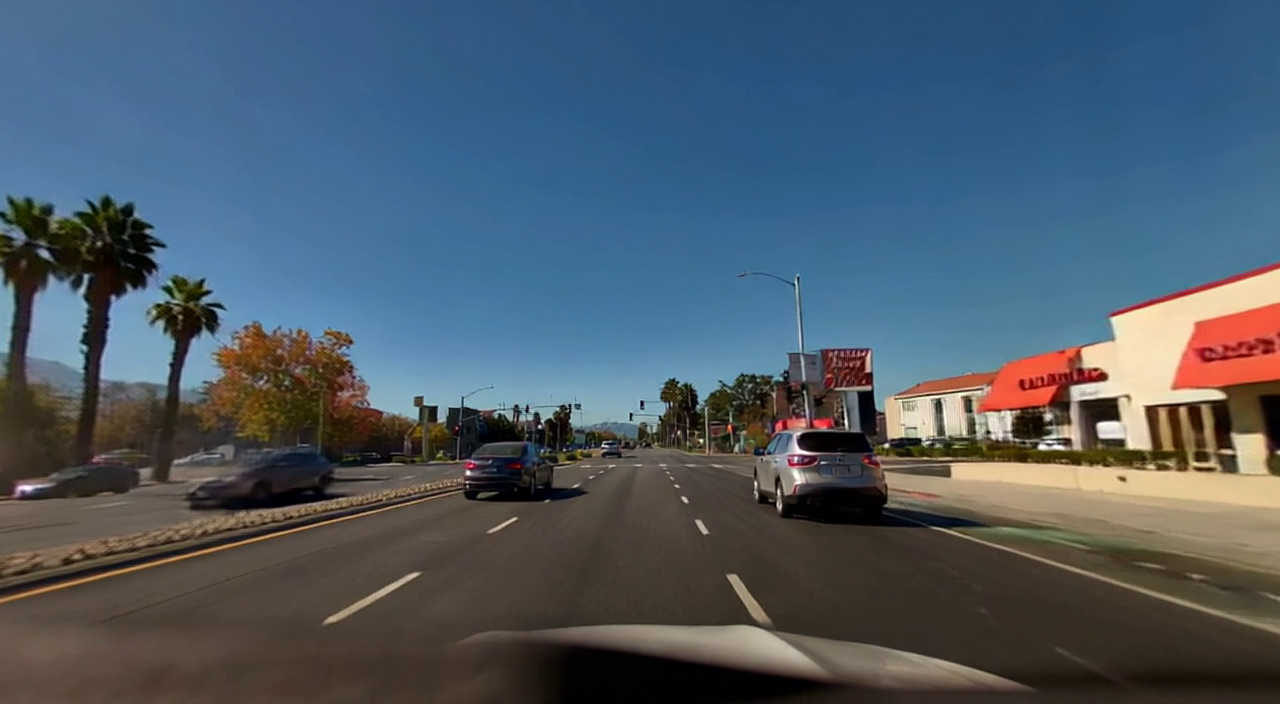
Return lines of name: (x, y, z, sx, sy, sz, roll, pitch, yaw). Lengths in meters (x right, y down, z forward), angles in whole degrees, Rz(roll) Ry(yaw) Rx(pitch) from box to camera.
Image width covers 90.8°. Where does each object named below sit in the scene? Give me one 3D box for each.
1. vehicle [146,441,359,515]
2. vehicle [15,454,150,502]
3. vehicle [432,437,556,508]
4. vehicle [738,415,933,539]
vehicle: (-8.975, 2.930, 15.292, 1.970, 1.482, 4.778, -1, -9, 2)
vehicle: (-22.742, 5.103, 26.019, 1.868, 1.602, 4.102, -3, -8, 0)
vehicle: (-3.431, 2.904, 15.672, 2.034, 1.498, 3.995, 0, -9, 1)
vehicle: (3.067, 2.071, 11.027, 1.982, 1.711, 4.276, 0, -9, 0)
